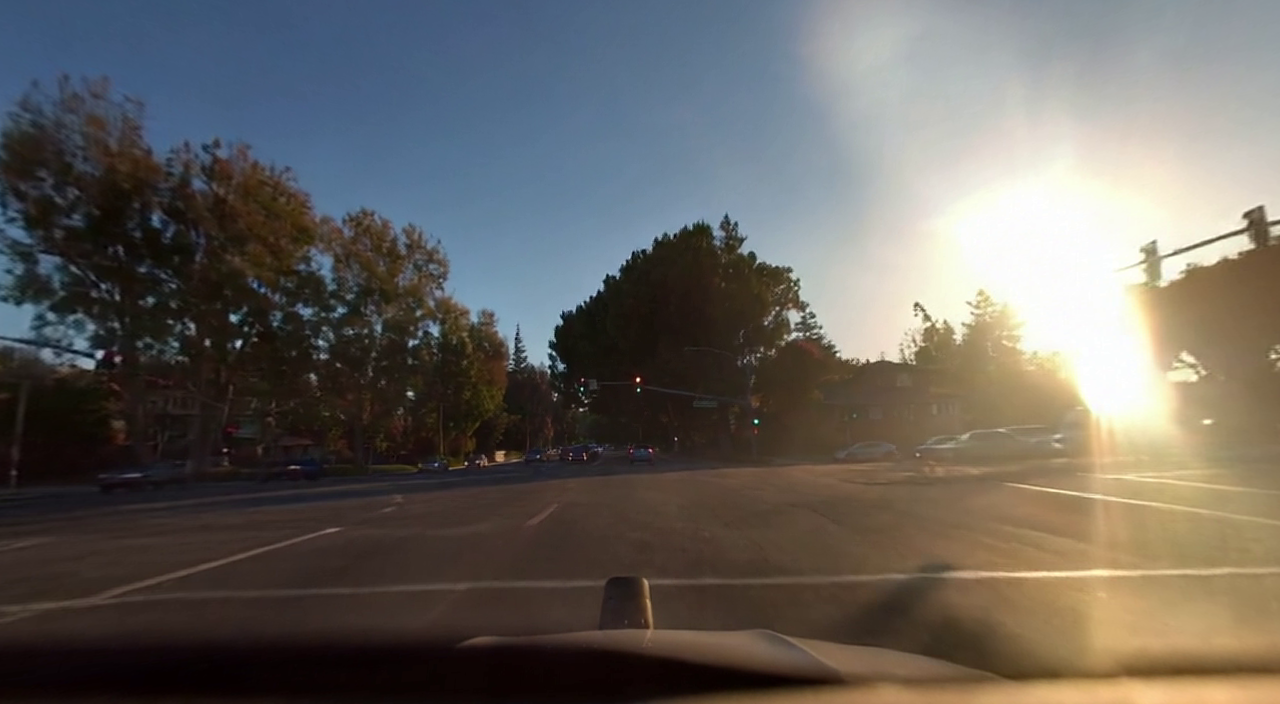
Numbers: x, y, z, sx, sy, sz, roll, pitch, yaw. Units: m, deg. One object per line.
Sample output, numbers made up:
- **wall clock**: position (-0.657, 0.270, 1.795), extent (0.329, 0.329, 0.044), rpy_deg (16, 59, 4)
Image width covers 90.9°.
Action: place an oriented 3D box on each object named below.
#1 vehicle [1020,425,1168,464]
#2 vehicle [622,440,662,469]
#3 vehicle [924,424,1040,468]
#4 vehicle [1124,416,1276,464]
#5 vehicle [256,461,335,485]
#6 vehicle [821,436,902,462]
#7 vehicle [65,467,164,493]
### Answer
- **vehicle**: position (18.468, 3.787, 25.794), extent (4.474, 1.482, 1.937), rpy_deg (0, -9, 1)
- **vehicle**: position (0.125, 6.535, 40.342), extent (2.437, 1.737, 4.420), rpy_deg (0, -9, 0)
- **vehicle**: position (17.426, 4.797, 32.311), extent (4.554, 1.704, 2.121), rpy_deg (-6, -8, 1)
- **vehicle**: position (25.261, 3.985, 28.566), extent (4.897, 1.637, 1.895), rpy_deg (-5, -8, 1)
- **vehicle**: position (-24.386, 8.555, 44.765), extent (2.024, 1.511, 4.403), rpy_deg (-8, -11, 41)
- **vehicle**: position (15.088, 6.651, 43.196), extent (4.732, 1.713, 2.257), rpy_deg (-1, -9, 3)
- **vehicle**: position (-34.084, 8.302, 41.001), extent (4.413, 1.487, 1.915), rpy_deg (2, -9, -15)
